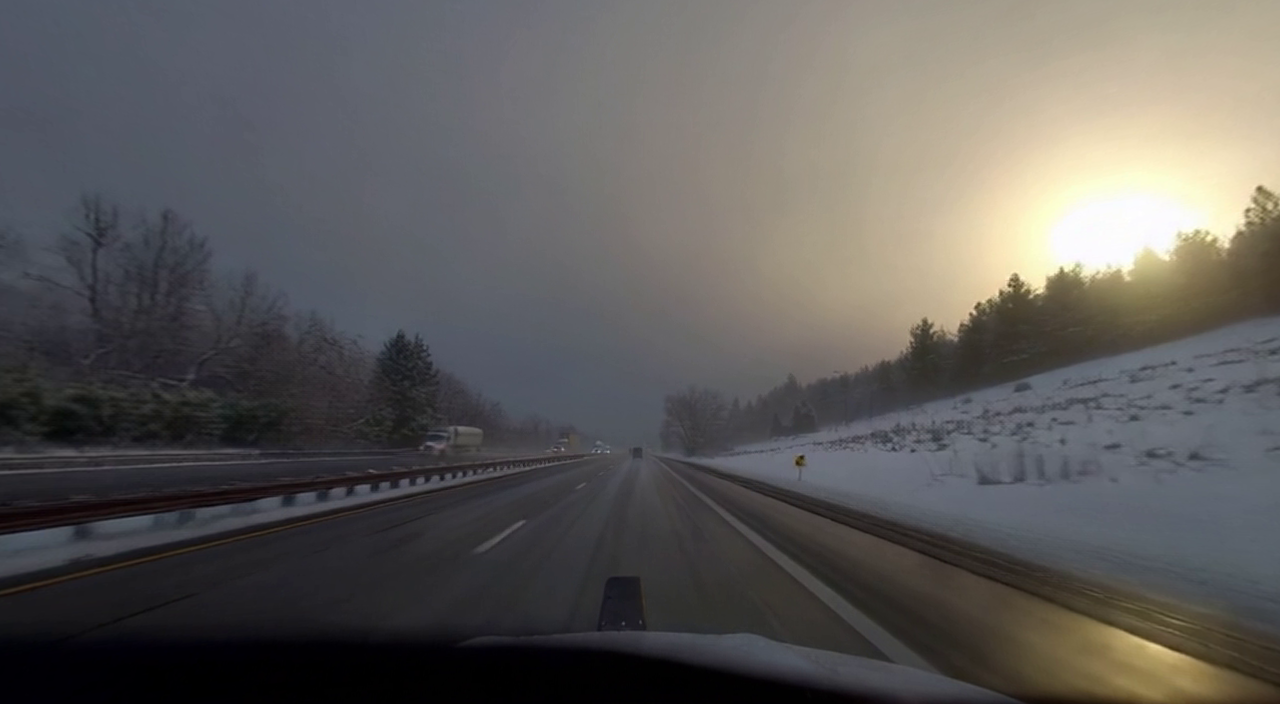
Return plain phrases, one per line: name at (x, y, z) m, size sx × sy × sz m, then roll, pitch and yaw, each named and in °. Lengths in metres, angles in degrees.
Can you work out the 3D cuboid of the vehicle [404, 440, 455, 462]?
vehicle at (-15.754, 7.453, 47.436) m, size 2.202 × 1.541 × 4.490 m, roll 0°, pitch -9°, yaw 1°
